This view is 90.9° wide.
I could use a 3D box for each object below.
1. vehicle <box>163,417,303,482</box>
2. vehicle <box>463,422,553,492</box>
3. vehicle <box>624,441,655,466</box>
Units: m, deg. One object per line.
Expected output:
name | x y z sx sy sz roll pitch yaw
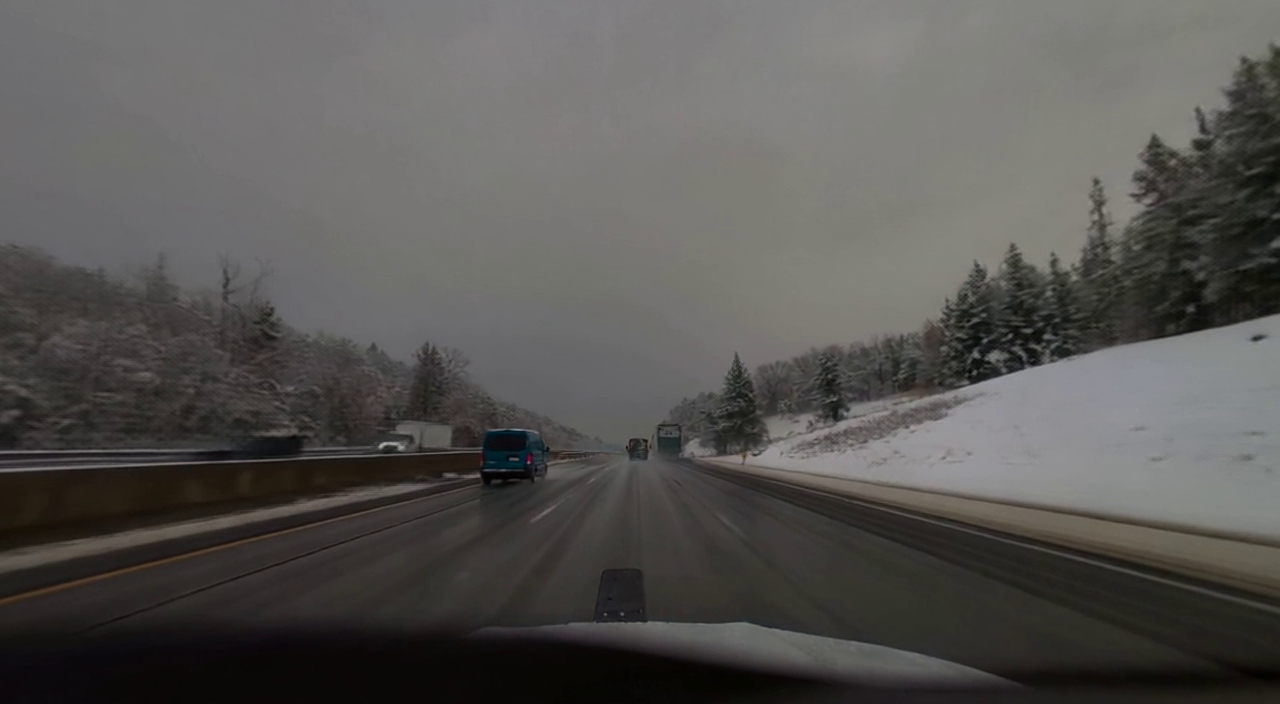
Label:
vehicle | -16.384 4.002 25.822 2.254 2.358 5.161 0 -9 0
vehicle | -4.150 3.410 20.672 1.955 2.004 4.792 0 -9 0
vehicle | -0.052 7.453 46.218 2.166 1.747 4.299 0 -9 0
